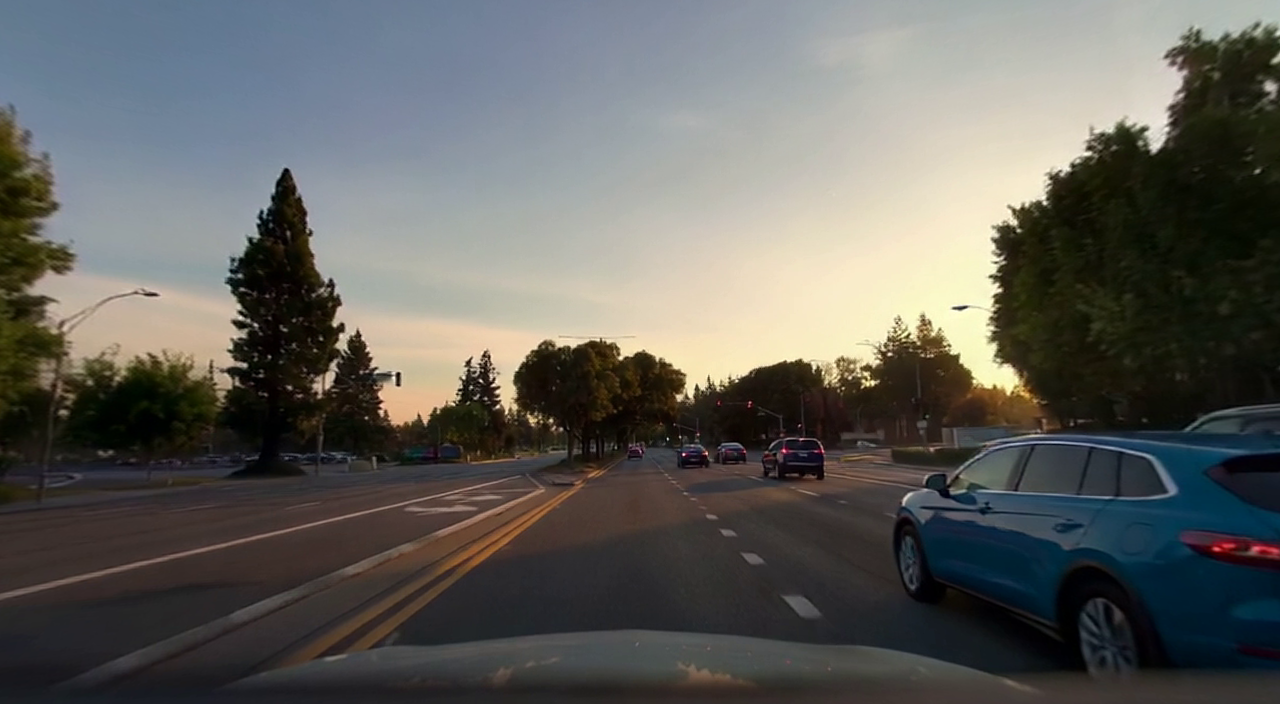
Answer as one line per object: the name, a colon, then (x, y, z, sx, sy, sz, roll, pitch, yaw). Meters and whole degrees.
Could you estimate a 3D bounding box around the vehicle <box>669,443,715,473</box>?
vehicle: (2.682, 5.567, 33.387, 1.980, 1.484, 4.093, 0, -8, -1)

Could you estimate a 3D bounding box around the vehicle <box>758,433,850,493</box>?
vehicle: (5.104, 3.496, 20.183, 2.075, 1.698, 4.142, -1, -8, 4)

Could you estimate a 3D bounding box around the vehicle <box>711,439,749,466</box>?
vehicle: (6.394, 7.156, 44.968, 1.919, 1.774, 4.720, 0, -8, -1)

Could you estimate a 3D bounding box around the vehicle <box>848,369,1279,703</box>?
vehicle: (3.132, 1.086, 3.851, 1.932, 1.547, 4.992, 0, -8, -1)
